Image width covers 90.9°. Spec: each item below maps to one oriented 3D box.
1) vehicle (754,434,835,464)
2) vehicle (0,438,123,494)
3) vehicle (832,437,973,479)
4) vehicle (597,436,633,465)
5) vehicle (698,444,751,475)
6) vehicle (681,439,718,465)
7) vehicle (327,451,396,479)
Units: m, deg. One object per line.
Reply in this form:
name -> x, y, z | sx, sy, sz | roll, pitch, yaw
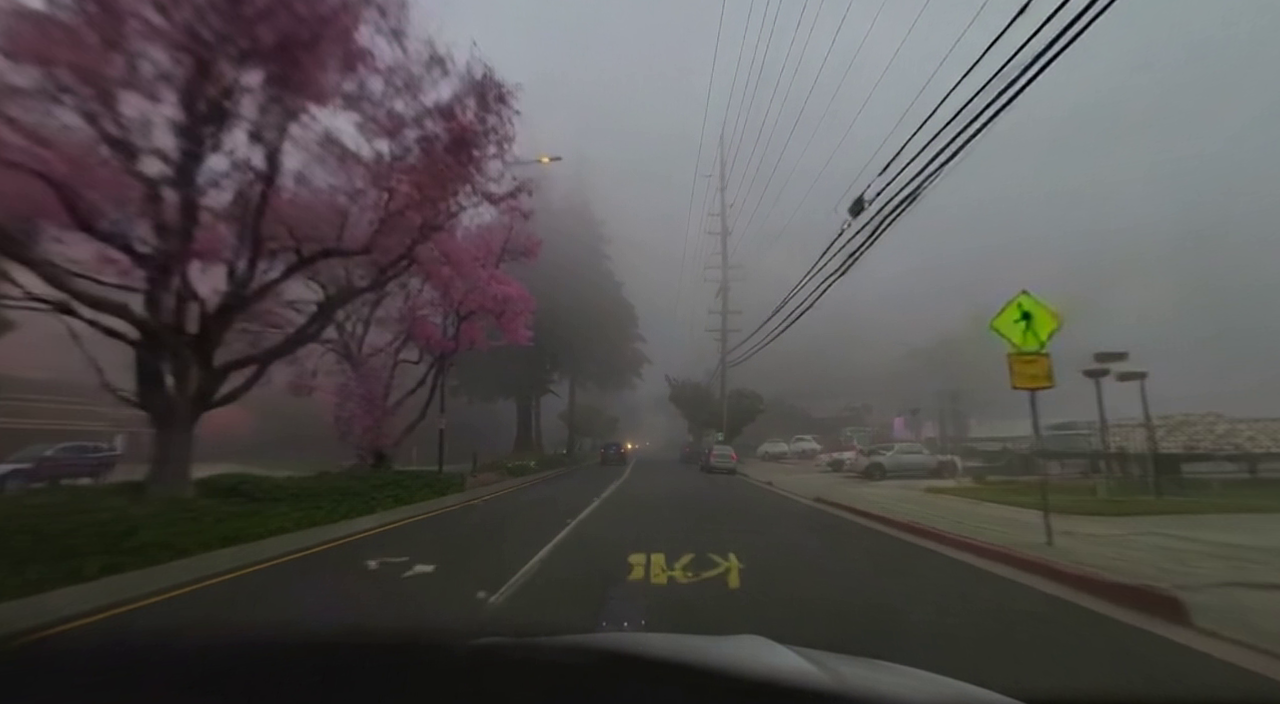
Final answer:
vehicle -> 10.085, 6.383, 41.464 | 4.818, 1.847, 2.257 | 0, -9, 2
vehicle -> -22.407, 4.119, 23.334 | 2.195, 1.770, 4.957 | 0, -7, 1
vehicle -> 9.757, 3.977, 23.691 | 4.430, 1.480, 1.923 | 0, -9, -2
vehicle -> -1.693, 6.937, 44.459 | 2.202, 1.961, 4.980 | 0, -9, 1
vehicle -> 4.167, 5.369, 31.719 | 2.042, 1.465, 4.455 | 0, -9, 0
vehicle -> 4.471, 7.643, 48.295 | 2.280, 1.904, 5.779 | 0, -9, 0
vehicle -> -16.285, 6.617, 37.074 | 1.954, 1.497, 4.613 | 0, -9, 0
